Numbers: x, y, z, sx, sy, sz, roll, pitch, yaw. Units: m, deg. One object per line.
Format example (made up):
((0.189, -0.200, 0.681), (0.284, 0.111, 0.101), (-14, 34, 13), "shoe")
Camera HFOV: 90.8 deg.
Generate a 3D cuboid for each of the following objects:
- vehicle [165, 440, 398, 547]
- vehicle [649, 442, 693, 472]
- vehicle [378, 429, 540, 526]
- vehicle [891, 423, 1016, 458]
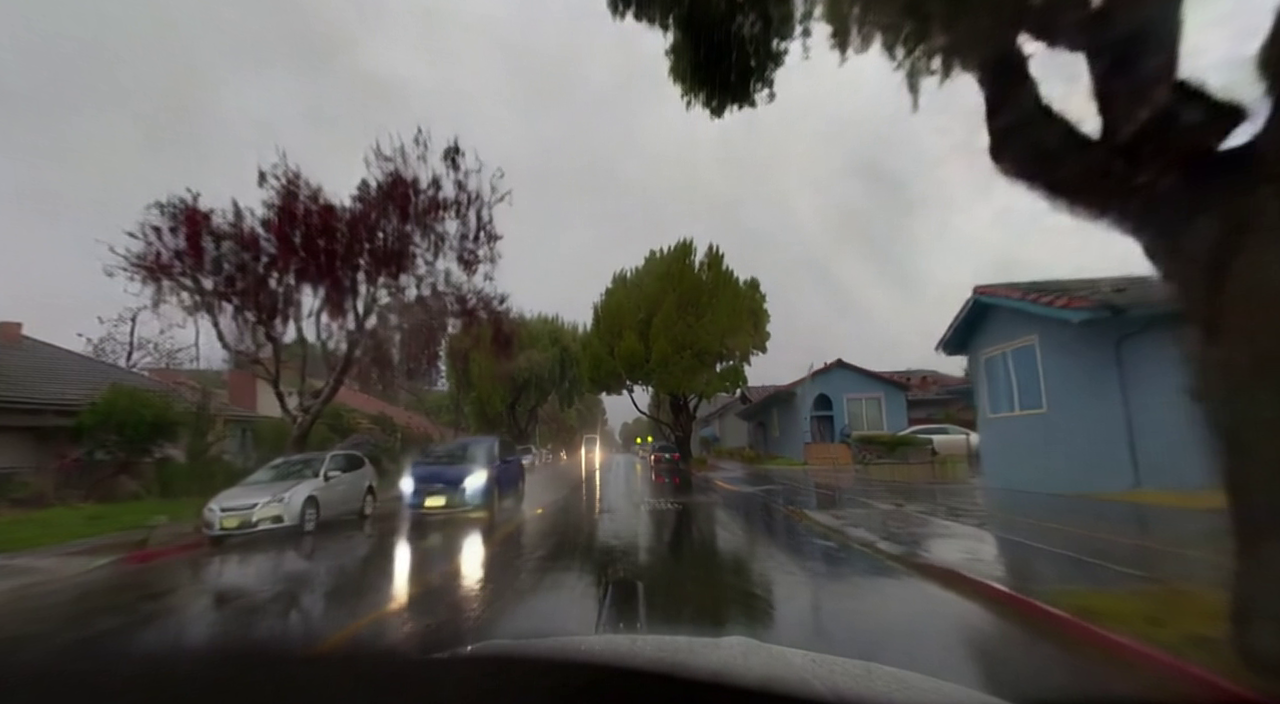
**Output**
((-6.483, 2.536, 12.141), (2.031, 1.662, 4.194), (0, -8, 0), "vehicle")
((1.668, 5.811, 35.295), (1.996, 1.516, 4.122), (0, -8, -4), "vehicle")
((-3.566, 2.540, 13.438), (2.106, 1.688, 4.392), (0, -8, 0), "vehicle")
((13.284, 3.794, 27.050), (4.370, 1.433, 1.889), (-2, -8, 12), "vehicle")
